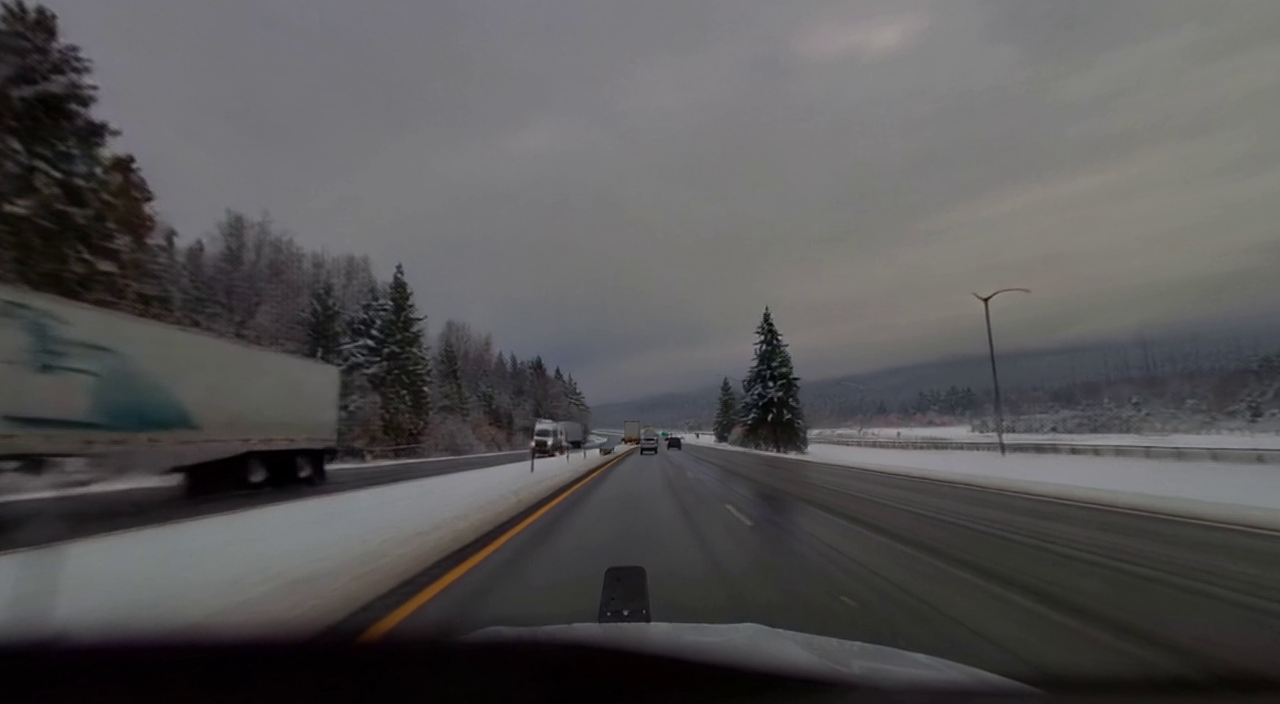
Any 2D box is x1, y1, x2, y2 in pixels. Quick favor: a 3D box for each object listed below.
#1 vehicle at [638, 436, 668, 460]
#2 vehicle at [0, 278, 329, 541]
[{"bbox_3d":[0.845,6.407,42.111,1.924,1.498,3.817,0,-8,1],"label":"vehicle"},{"bbox_3d":[-11.668,1.502,14.034,2.982,4.126,12.745,0,-8,0],"label":"vehicle"}]
